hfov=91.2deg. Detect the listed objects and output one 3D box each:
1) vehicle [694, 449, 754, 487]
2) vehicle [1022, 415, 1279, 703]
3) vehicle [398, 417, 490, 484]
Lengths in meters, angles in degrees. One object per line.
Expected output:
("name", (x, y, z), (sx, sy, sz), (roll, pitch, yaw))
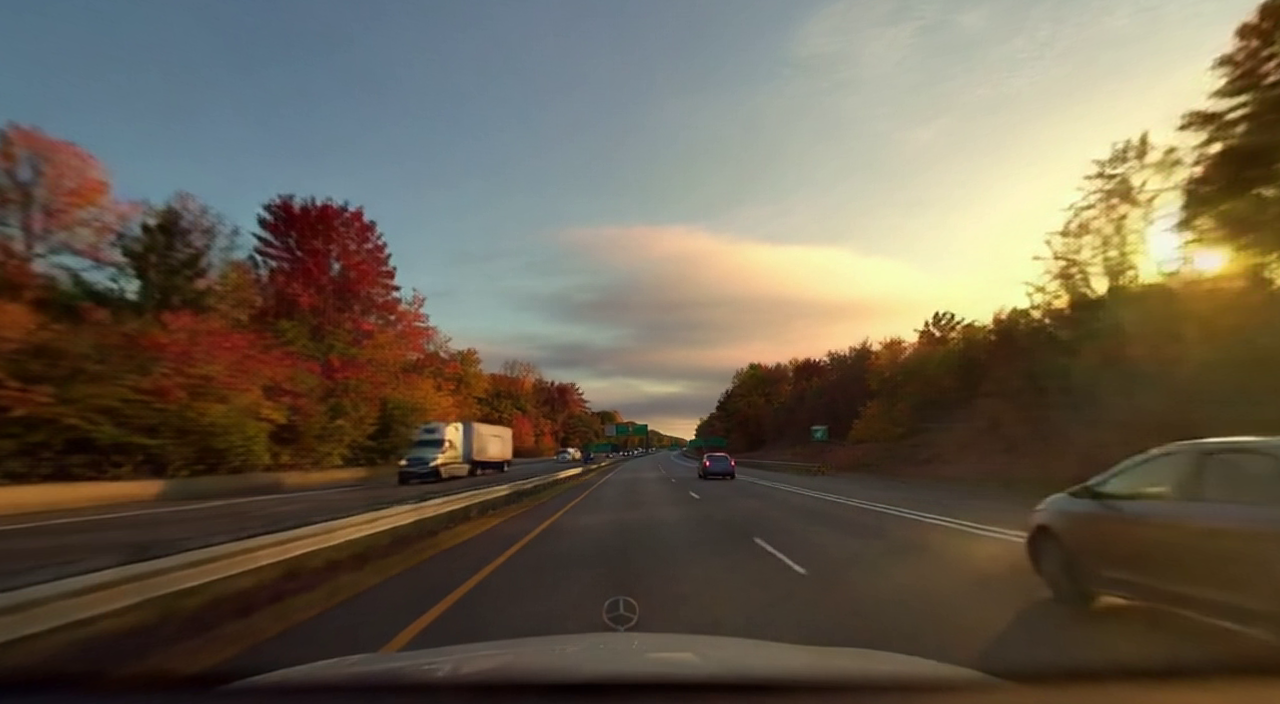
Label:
("vehicle", (3.780, 5.302, 29.022), (2.070, 1.546, 4.648), (0, -9, 0))
("vehicle", (4.490, 1.123, 3.405), (2.119, 1.557, 4.163), (0, -9, -1))
("vehicle", (-12.824, 6.616, 42.235), (3.017, 3.962, 9.879), (0, -9, 0))
